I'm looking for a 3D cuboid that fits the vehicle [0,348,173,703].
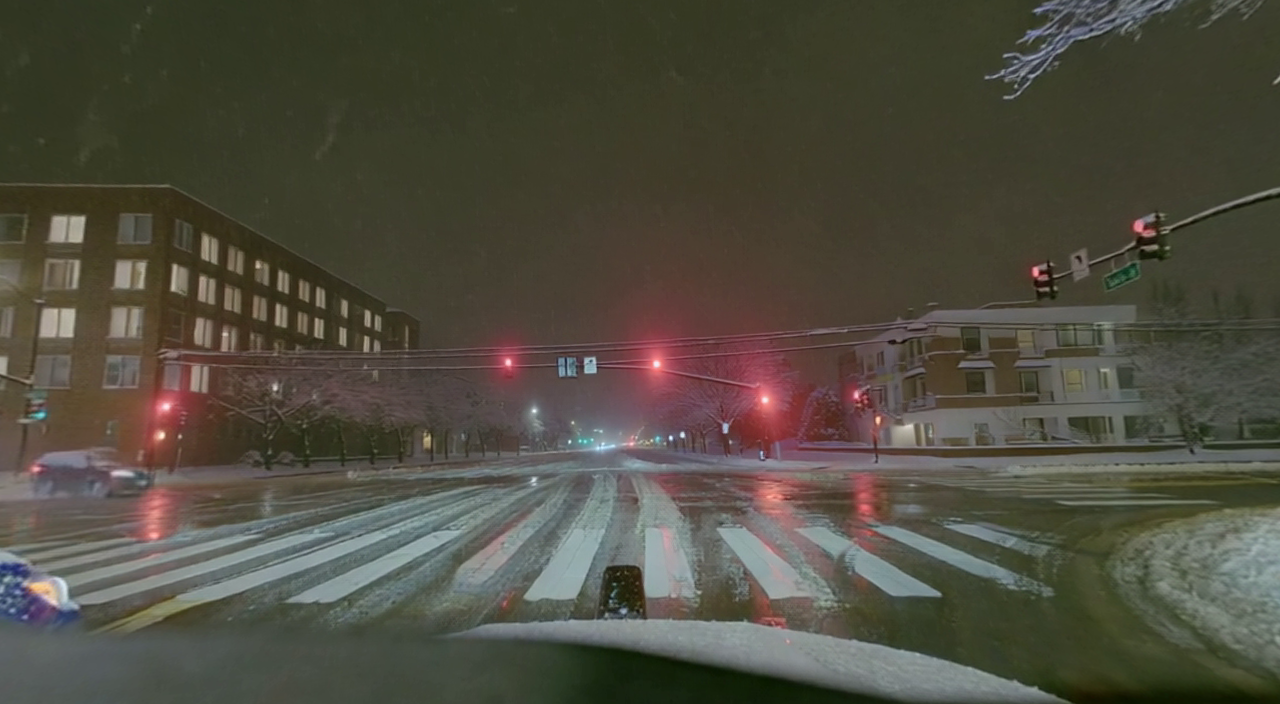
[{"bbox_3d":[-3.622,0.624,1.074,2.109,1.692,4.587,0,-8,0],"label":"vehicle"}]
